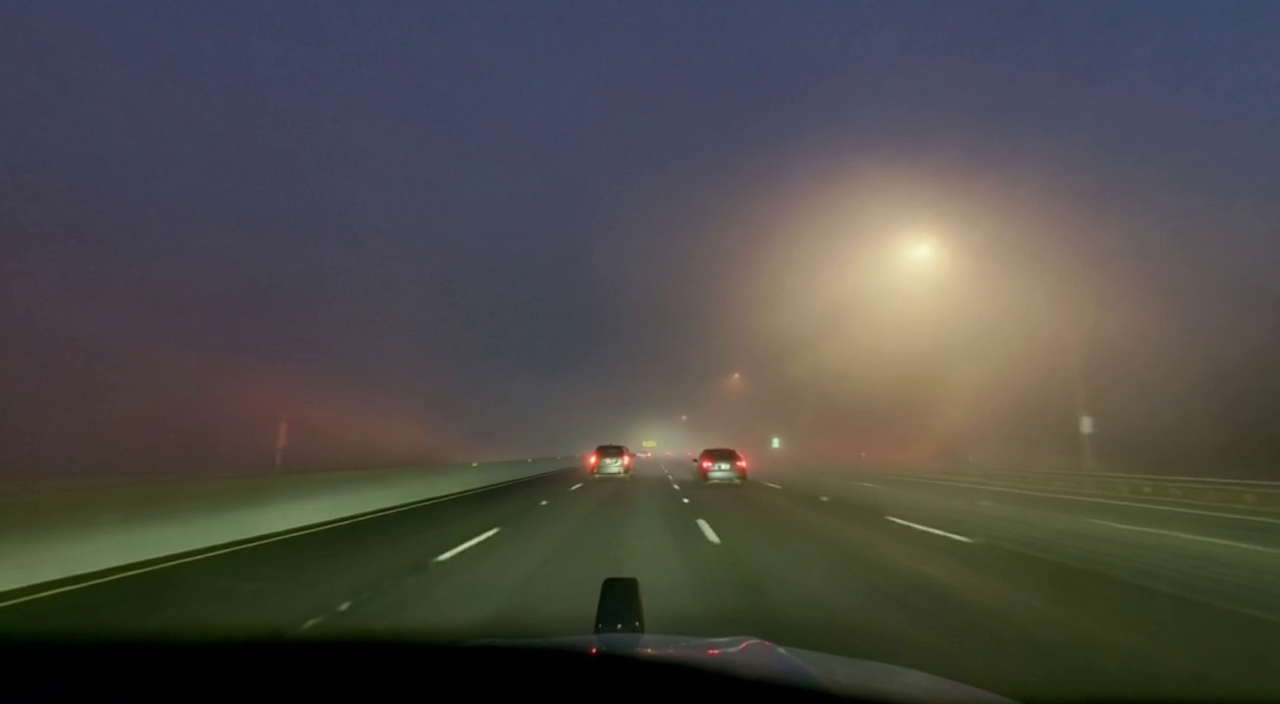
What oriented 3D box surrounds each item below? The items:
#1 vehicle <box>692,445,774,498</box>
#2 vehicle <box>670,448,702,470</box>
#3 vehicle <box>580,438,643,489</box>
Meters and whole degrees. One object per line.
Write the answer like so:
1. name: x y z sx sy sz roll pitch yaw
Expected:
1. vehicle: 2.813 3.721 19.986 2.004 1.471 4.032 0 -9 0
2. vehicle: 3.364 7.921 46.901 2.047 1.540 4.294 0 -9 0
3. vehicle: -0.962 4.175 23.813 2.142 1.724 4.344 0 -9 1
